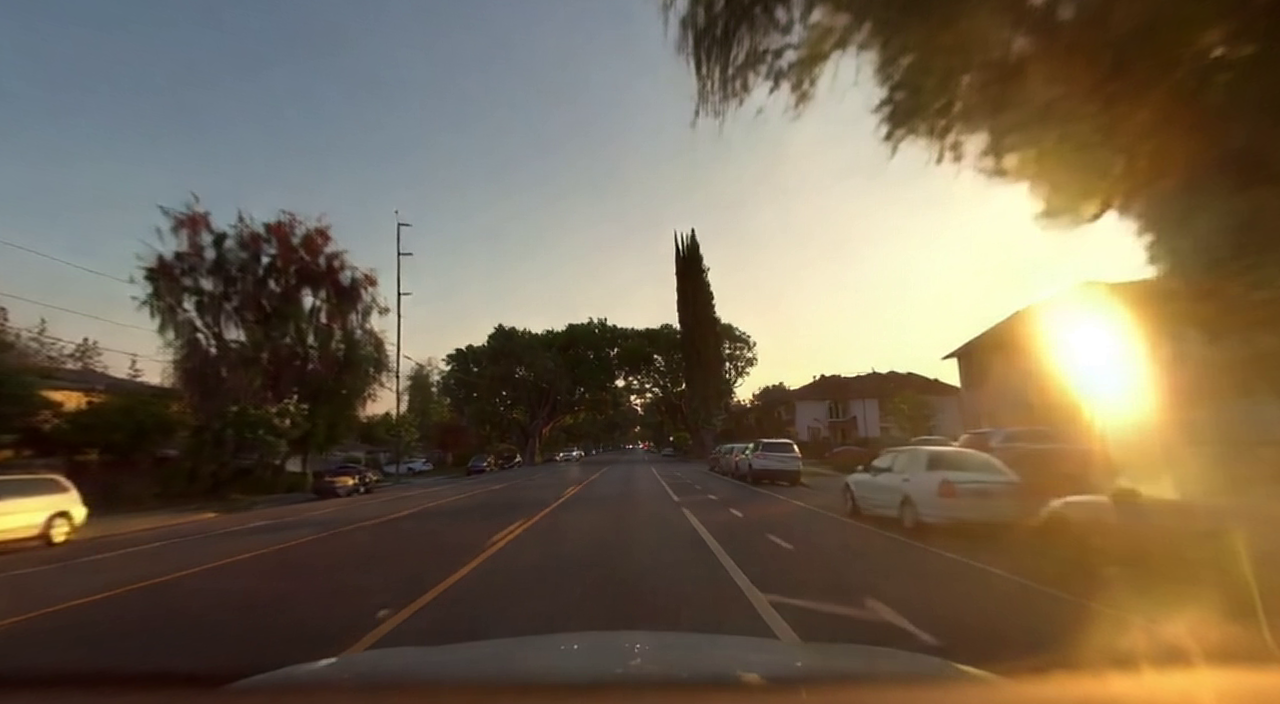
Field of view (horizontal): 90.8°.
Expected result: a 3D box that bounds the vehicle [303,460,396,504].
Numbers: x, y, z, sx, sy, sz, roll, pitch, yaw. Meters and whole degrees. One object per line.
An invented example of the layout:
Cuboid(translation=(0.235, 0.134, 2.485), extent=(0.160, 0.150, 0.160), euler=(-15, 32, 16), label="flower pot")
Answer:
Cuboid(translation=(-12.626, 5.634, 27.771), extent=(1.972, 1.475, 4.503), euler=(-5, -9, -1), label="vehicle")

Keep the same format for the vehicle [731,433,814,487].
Cuboid(translation=(4.586, 3.833, 22.625), extent=(1.919, 1.698, 4.747), euler=(0, -9, 0), label="vehicle")

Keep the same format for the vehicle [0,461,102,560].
Cuboid(translation=(-12.518, 3.000, 11.468), extent=(2.156, 1.692, 4.046), euler=(-6, -8, -4), label="vehicle")

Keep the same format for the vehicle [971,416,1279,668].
Cuboid(translation=(4.839, 1.287, 4.692), extent=(1.933, 1.511, 5.086), euler=(0, -9, -1), label="vehicle")
